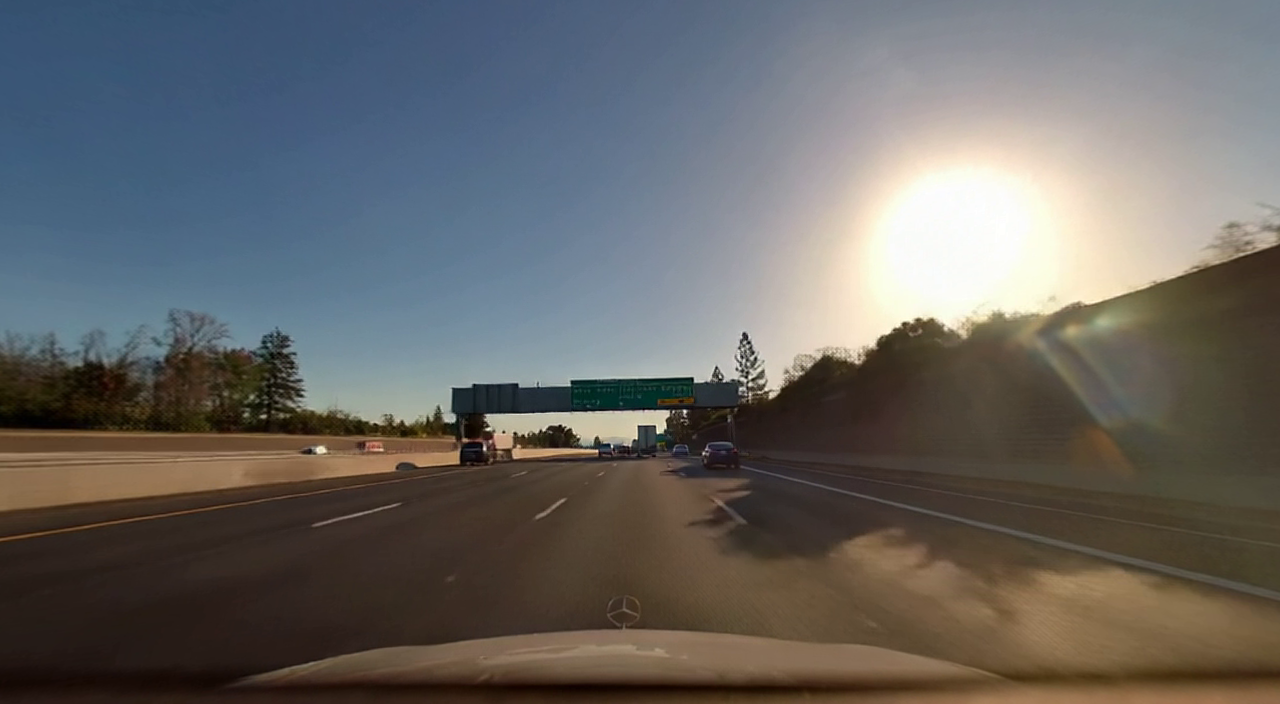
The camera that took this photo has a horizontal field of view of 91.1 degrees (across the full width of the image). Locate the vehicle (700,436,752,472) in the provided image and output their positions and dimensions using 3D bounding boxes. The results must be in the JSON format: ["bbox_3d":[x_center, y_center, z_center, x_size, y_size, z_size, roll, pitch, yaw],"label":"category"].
[{"bbox_3d":[4.234,5.098,31.486,2.046,1.655,4.143,0,-8,0],"label":"vehicle"}]

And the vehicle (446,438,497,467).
[{"bbox_3d":[-10.805,6.477,40.615,1.998,1.712,4.671,0,-8,1],"label":"vehicle"}]
